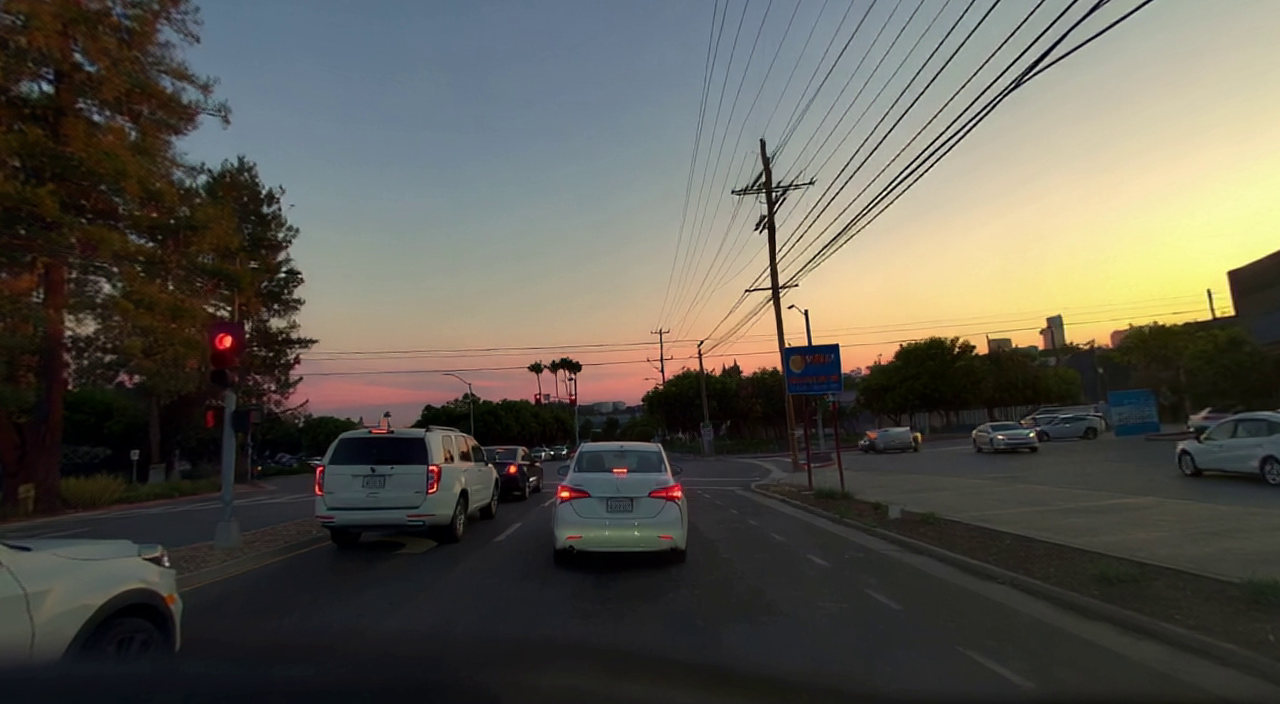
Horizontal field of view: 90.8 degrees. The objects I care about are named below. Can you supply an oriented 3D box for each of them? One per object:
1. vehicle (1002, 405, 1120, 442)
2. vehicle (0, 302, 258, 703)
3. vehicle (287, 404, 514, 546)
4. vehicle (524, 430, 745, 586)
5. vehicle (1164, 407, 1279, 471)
[{"bbox_3d":[26.860,4.637,40.497,5.782,2.286,2.223,-1,-9,4],"label":"vehicle"},{"bbox_3d":[-3.602,0.637,1.533,2.085,1.943,5.053,0,-8,1],"label":"vehicle"},{"bbox_3d":[-3.850,2.088,11.374,2.147,1.963,4.927,0,-8,0],"label":"vehicle"},{"bbox_3d":[-0.106,1.802,8.147,2.121,1.474,3.968,0,-8,-2],"label":"vehicle"},{"bbox_3d":[17.007,2.538,18.262,1.858,1.622,4.491,-5,-10,28],"label":"vehicle"}]
